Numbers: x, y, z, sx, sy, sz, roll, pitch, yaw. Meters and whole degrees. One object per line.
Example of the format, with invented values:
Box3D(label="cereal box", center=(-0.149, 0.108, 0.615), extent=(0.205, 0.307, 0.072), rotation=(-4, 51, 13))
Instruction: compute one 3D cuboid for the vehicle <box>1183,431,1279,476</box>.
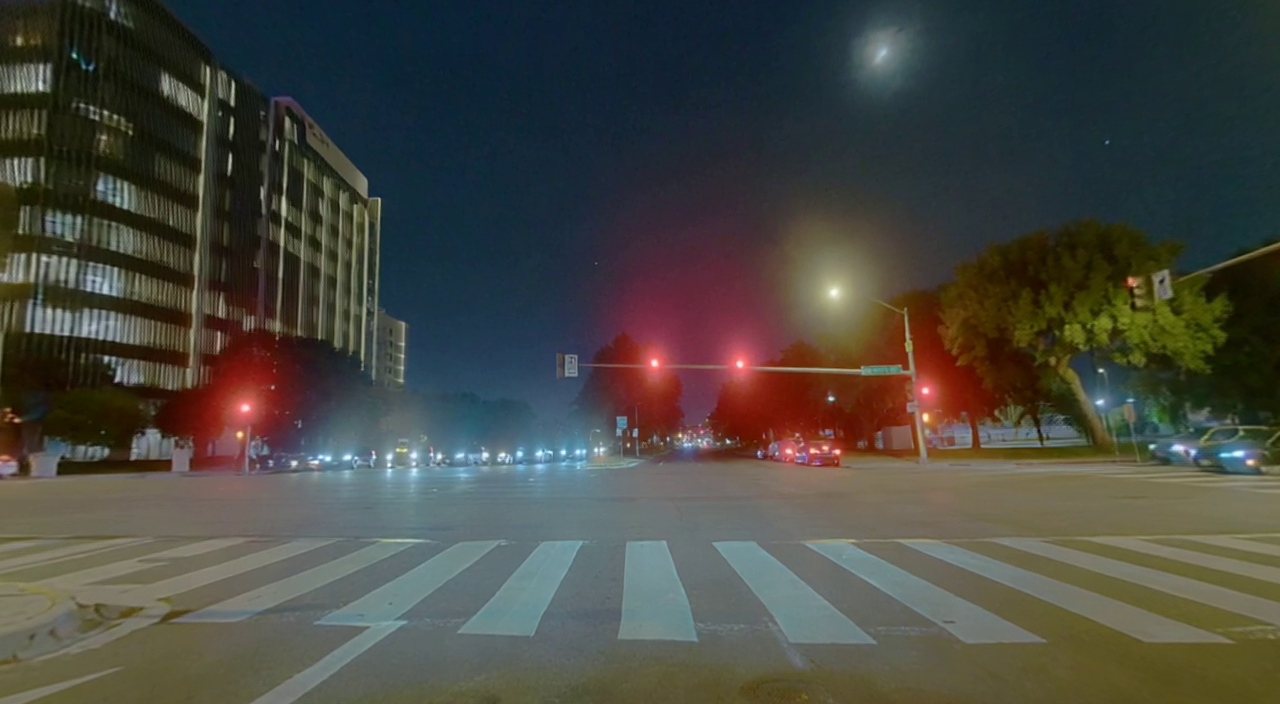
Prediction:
Box3D(label="vehicle", center=(22.320, 3.573, 22.253), extent=(4.474, 1.477, 1.908), rotation=(0, -9, -3))

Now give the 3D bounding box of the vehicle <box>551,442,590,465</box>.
Box3D(label="vehicle", center=(-4.530, 6.690, 41.685), extent=(1.954, 1.431, 4.050), rotation=(-1, -9, 2))

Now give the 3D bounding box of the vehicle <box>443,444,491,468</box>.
Box3D(label="vehicle", center=(-11.641, 7.037, 42.727), extent=(1.911, 1.476, 4.297), rotation=(-1, -9, 2))

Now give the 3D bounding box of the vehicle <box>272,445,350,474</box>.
Box3D(label="vehicle", center=(-21.868, 7.138, 42.136), extent=(2.032, 1.839, 4.884), rotation=(-2, -9, 9))

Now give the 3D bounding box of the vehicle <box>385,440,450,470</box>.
Box3D(label="vehicle", center=(-15.138, 7.027, 43.172), extent=(2.340, 1.946, 5.450), rotation=(0, -9, 2))

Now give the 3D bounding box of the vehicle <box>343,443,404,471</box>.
Box3D(label="vehicle", center=(-18.545, 7.322, 43.998), extent=(2.237, 1.801, 4.541), rotation=(0, -9, 1))

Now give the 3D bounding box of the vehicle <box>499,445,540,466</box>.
Box3D(label="vehicle", center=(-8.095, 6.986, 42.625), extent=(1.910, 1.321, 3.692), rotation=(0, -9, 2))
